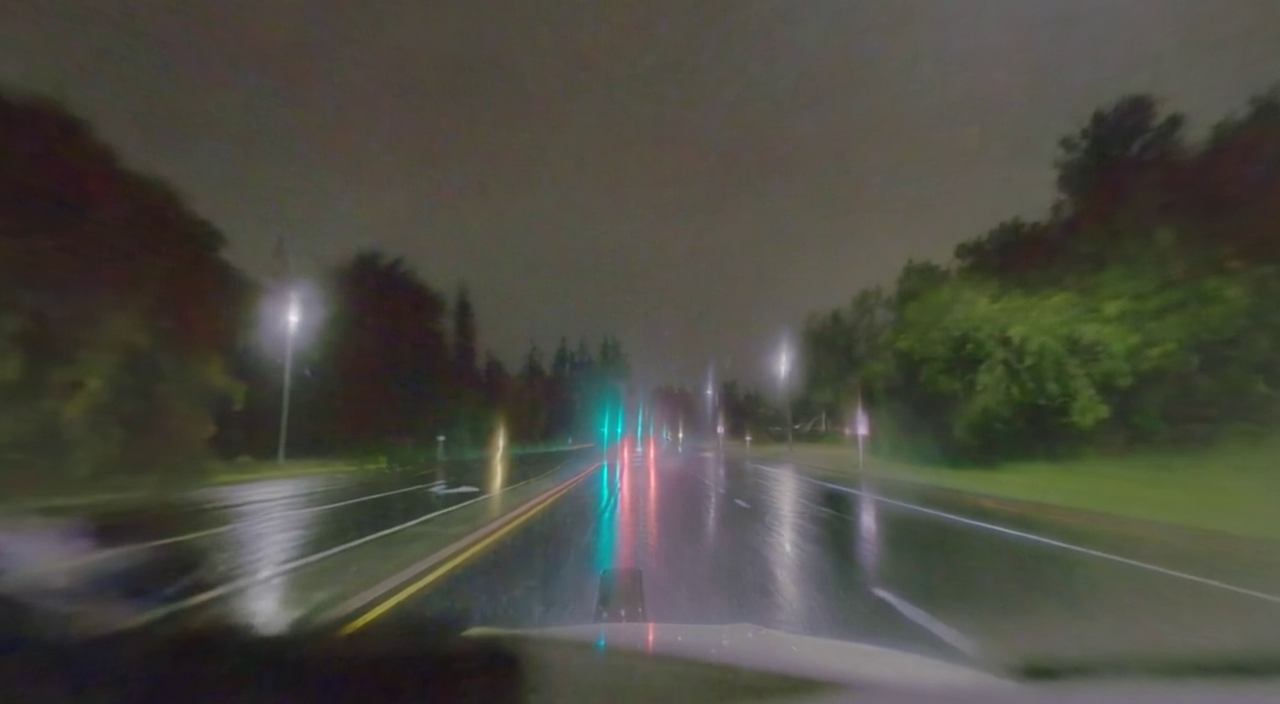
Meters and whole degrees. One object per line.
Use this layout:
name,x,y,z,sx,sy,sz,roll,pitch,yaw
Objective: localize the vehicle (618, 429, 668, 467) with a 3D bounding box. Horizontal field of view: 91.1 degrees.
vehicle,0.150,4.665,30.639,2.256,1.734,4.176,0,-8,1
